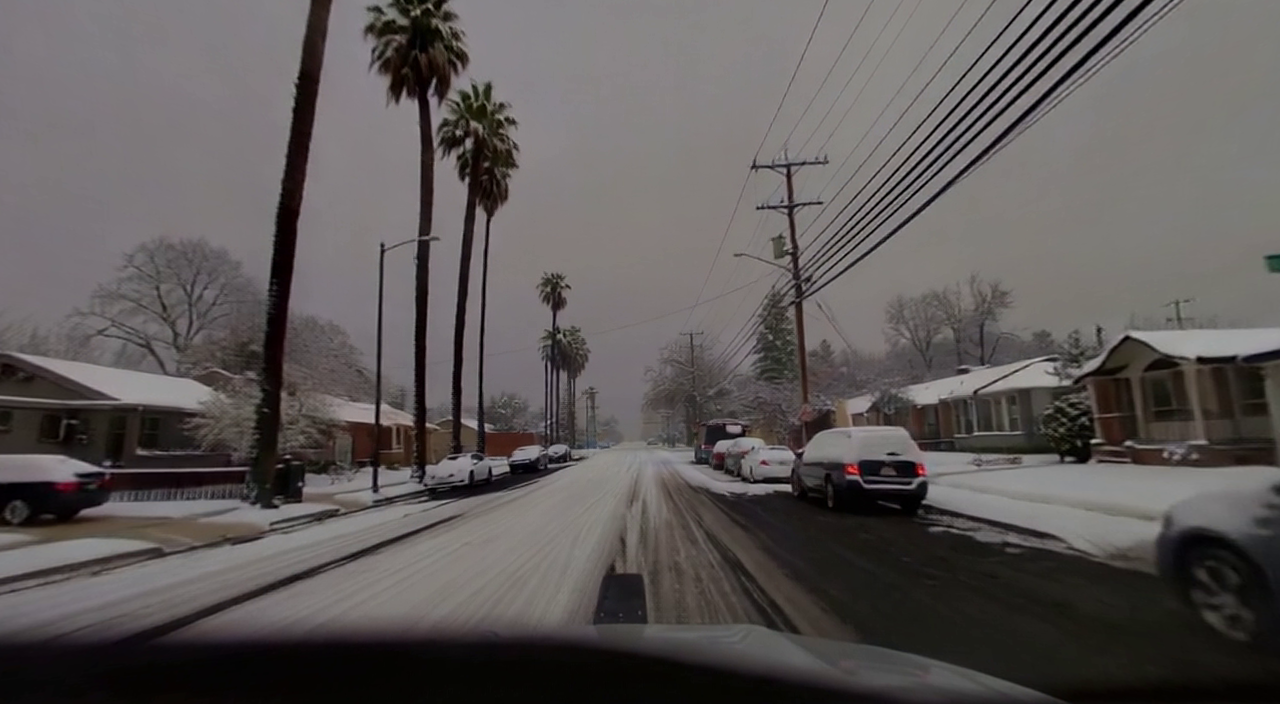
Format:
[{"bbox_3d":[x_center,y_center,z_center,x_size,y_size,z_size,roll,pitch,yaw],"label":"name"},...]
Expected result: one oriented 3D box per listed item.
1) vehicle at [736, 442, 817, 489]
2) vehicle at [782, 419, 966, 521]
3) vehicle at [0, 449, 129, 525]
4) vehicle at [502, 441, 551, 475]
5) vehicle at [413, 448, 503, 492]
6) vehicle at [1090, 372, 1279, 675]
[{"bbox_3d":[4.881,4.105,23.225,1.795,1.424,4.327,-4,-8,-2],"label":"vehicle"},{"bbox_3d":[4.792,2.495,13.947,2.115,1.826,4.871,0,-8,-1],"label":"vehicle"},{"bbox_3d":[-14.138,2.910,13.802,4.305,1.505,1.793,0,-8,0],"label":"vehicle"},{"bbox_3d":[-7.042,6.611,39.716,2.077,1.888,4.551,-2,-8,2],"label":"vehicle"},{"bbox_3d":[-6.960,4.536,24.714,2.013,1.483,4.645,-1,-8,2],"label":"vehicle"},{"bbox_3d":[4.767,0.873,2.817,1.922,1.761,4.633,0,-8,-2],"label":"vehicle"}]
